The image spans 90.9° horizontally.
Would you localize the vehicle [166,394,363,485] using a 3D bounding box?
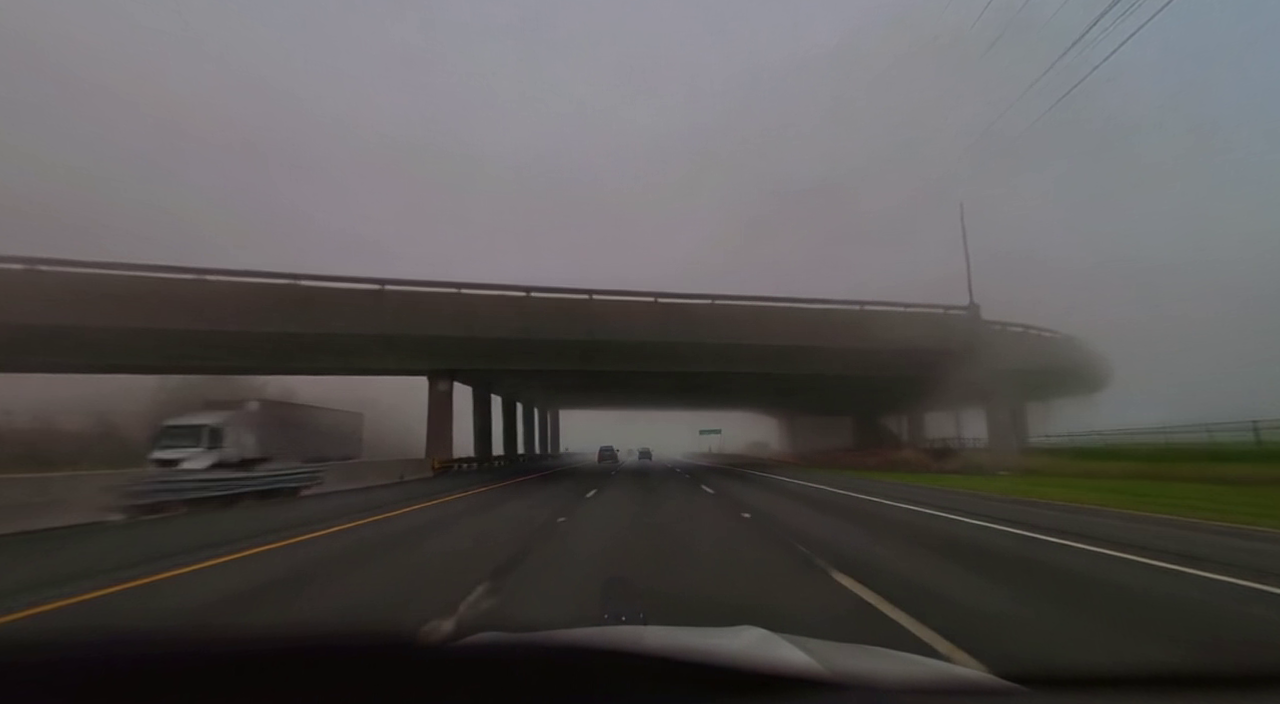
[{"bbox_3d":[-19.691,4.919,34.829,2.890,4.006,13.229,0,-9,0],"label":"vehicle"}]
